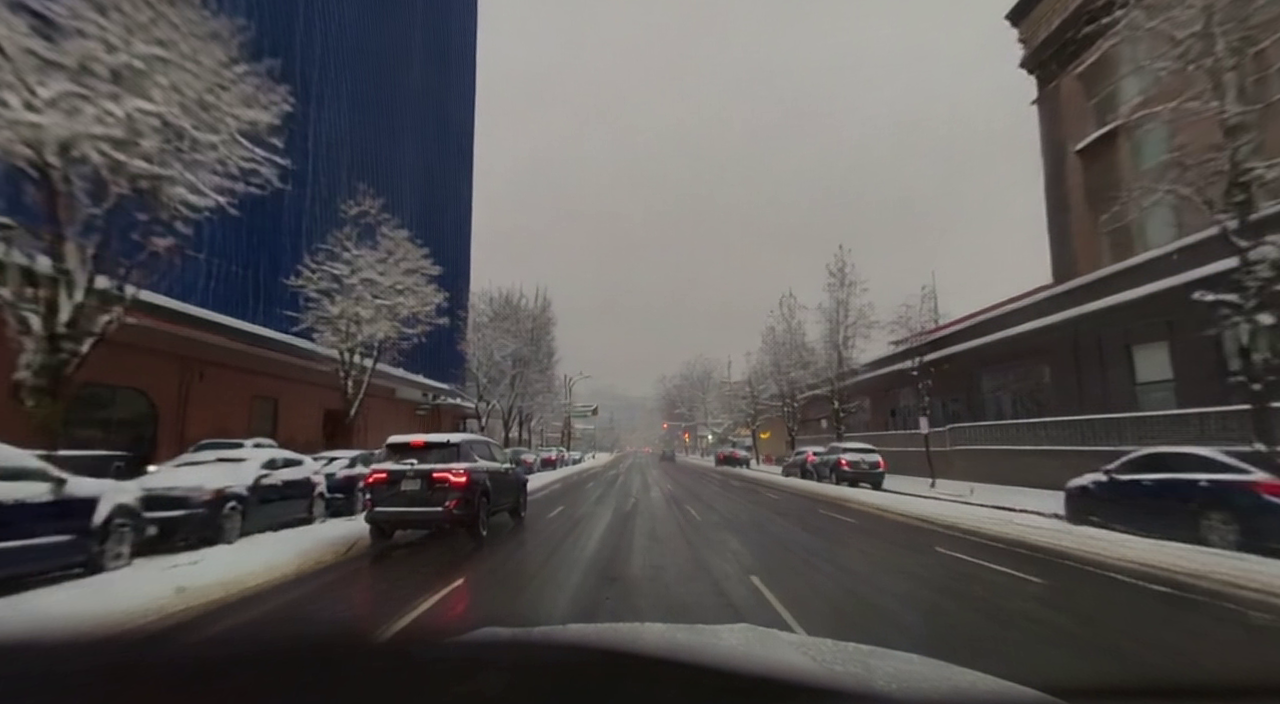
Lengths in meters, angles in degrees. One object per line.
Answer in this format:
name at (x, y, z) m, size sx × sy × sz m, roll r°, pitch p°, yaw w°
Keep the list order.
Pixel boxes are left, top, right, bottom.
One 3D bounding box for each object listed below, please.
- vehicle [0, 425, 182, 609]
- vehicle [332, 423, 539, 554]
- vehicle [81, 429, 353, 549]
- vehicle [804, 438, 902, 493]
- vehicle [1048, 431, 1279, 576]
vehicle at (-7.014, 1.546, 5.845) m, size 1.860 × 1.723 × 4.950 m, roll 0°, pitch -8°, yaw -1°
vehicle at (-3.133, 2.170, 10.822) m, size 2.002 × 1.756 × 4.366 m, roll 0°, pitch -8°, yaw 1°
vehicle at (-7.103, 2.370, 11.304) m, size 1.880 × 1.713 × 4.172 m, roll 0°, pitch -10°, yaw 1°
vehicle at (9.121, 4.884, 27.728) m, size 2.249 × 2.117 × 5.743 m, roll 0°, pitch -8°, yaw 0°
vehicle at (9.279, 2.303, 10.120) m, size 2.167 × 1.839 × 4.970 m, roll 4°, pitch -8°, yaw 0°
